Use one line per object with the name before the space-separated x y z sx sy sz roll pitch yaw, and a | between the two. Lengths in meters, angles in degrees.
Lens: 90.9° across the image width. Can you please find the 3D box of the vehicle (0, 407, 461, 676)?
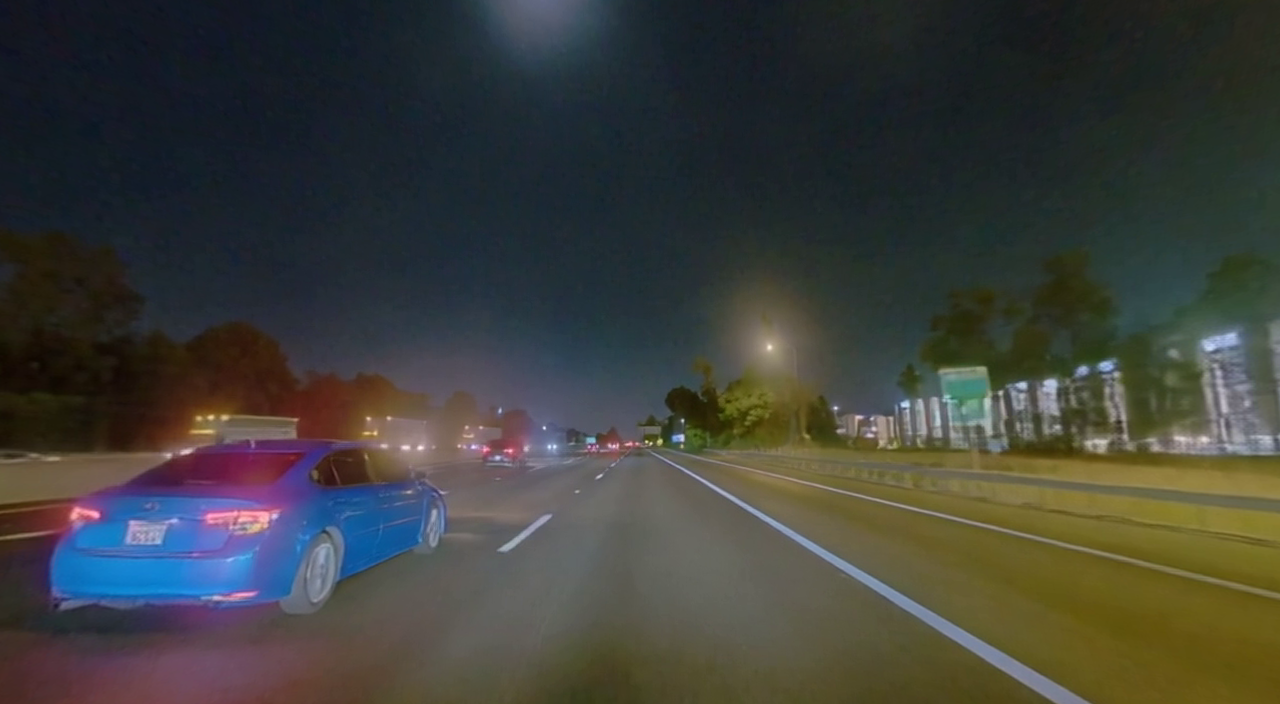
vehicle | -3.605 1.482 6.258 2.144 1.565 4.951 0 -8 1

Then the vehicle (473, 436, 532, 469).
vehicle | -7.387 5.439 34.376 2.118 1.675 4.395 0 -8 1
